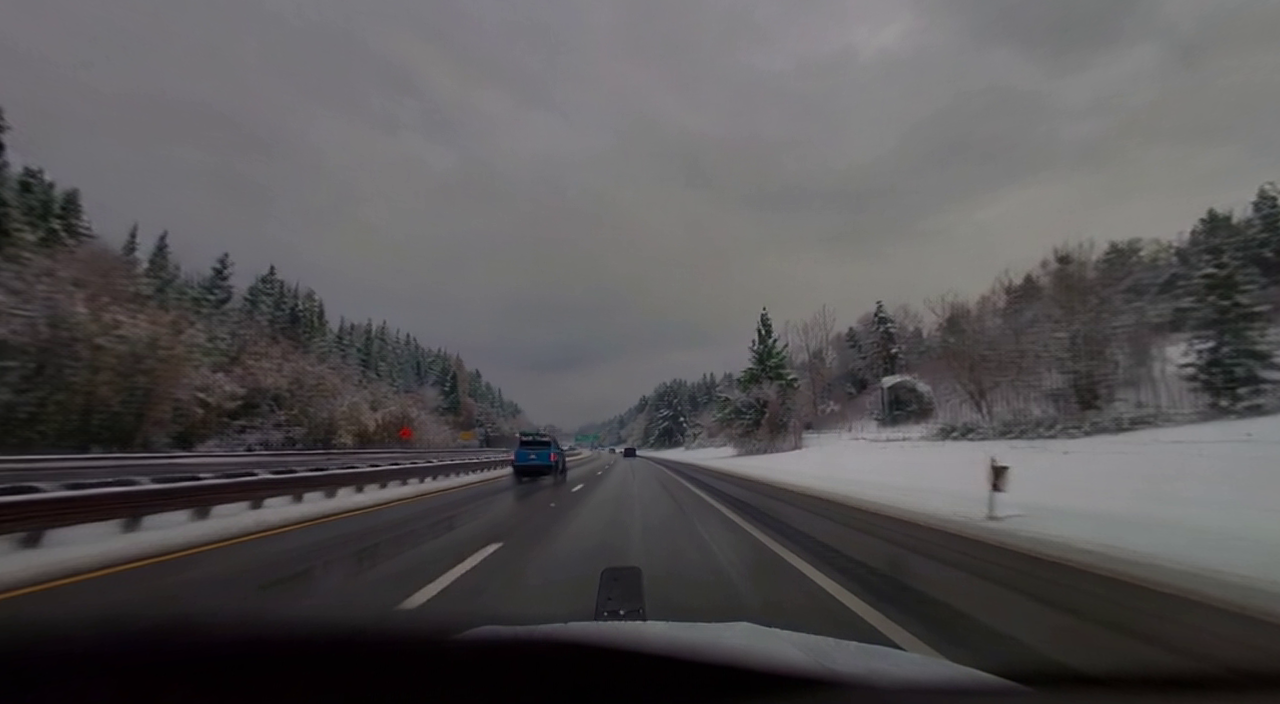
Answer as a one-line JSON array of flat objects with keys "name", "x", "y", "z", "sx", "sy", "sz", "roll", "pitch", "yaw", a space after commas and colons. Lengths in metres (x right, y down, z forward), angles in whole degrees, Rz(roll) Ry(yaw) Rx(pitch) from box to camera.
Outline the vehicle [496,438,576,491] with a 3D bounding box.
[{"name": "vehicle", "x": -3.717, "y": 4.105, "z": 23.348, "sx": 2.135, "sy": 1.755, "sz": 4.476, "roll": 0, "pitch": -9, "yaw": 1}]
